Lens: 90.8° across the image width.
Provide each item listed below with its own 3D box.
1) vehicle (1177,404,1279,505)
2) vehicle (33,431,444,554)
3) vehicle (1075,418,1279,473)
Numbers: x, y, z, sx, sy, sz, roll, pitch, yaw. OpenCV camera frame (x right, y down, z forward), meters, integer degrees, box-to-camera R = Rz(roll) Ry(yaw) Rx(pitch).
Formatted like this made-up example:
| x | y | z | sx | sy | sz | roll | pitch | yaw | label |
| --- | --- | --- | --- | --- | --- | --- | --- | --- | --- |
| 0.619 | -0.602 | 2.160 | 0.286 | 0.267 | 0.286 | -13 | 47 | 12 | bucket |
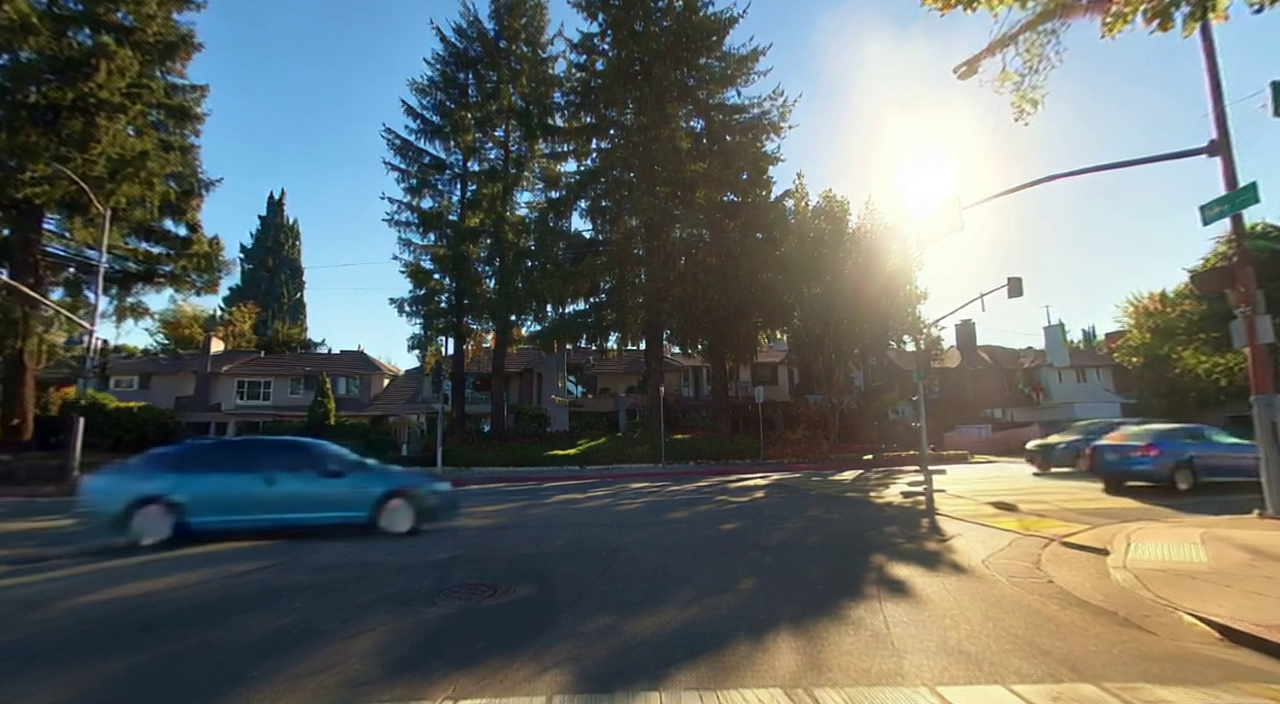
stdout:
| x | y | z | sx | sy | sz | roll | pitch | yaw | label |
| --- | --- | --- | --- | --- | --- | --- | --- | --- | --- |
| 12.776 | 1.859 | 11.618 | 4.208 | 1.685 | 2.014 | 1 | -8 | -9 | vehicle |
| -5.326 | 1.887 | 9.136 | 4.517 | 1.419 | 1.836 | 3 | -9 | -24 | vehicle |
| 15.434 | 2.663 | 18.086 | 4.990 | 1.454 | 1.875 | 2 | -9 | -12 | vehicle |
